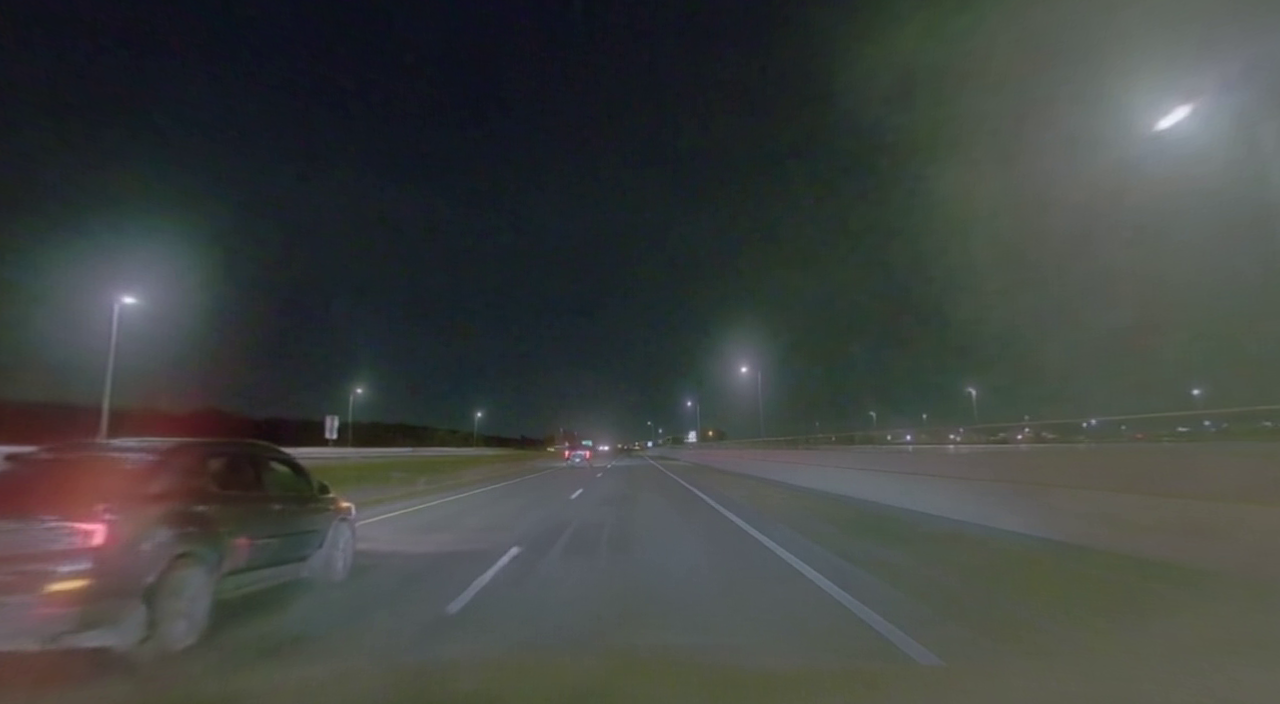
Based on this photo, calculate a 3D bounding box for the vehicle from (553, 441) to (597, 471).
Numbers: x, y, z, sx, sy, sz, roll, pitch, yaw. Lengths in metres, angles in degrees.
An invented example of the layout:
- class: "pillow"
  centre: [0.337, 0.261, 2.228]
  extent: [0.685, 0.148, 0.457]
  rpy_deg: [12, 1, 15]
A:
- class: "vehicle"
  centre: [-3.833, 6.202, 37.740]
  extent: [2.133, 1.683, 4.340]
  rpy_deg: [0, -9, 0]

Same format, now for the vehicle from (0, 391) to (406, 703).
- class: "vehicle"
  centre: [-3.798, 1.272, 4.984]
  extent: [2.195, 1.573, 4.176]
  rpy_deg: [0, -9, 1]
